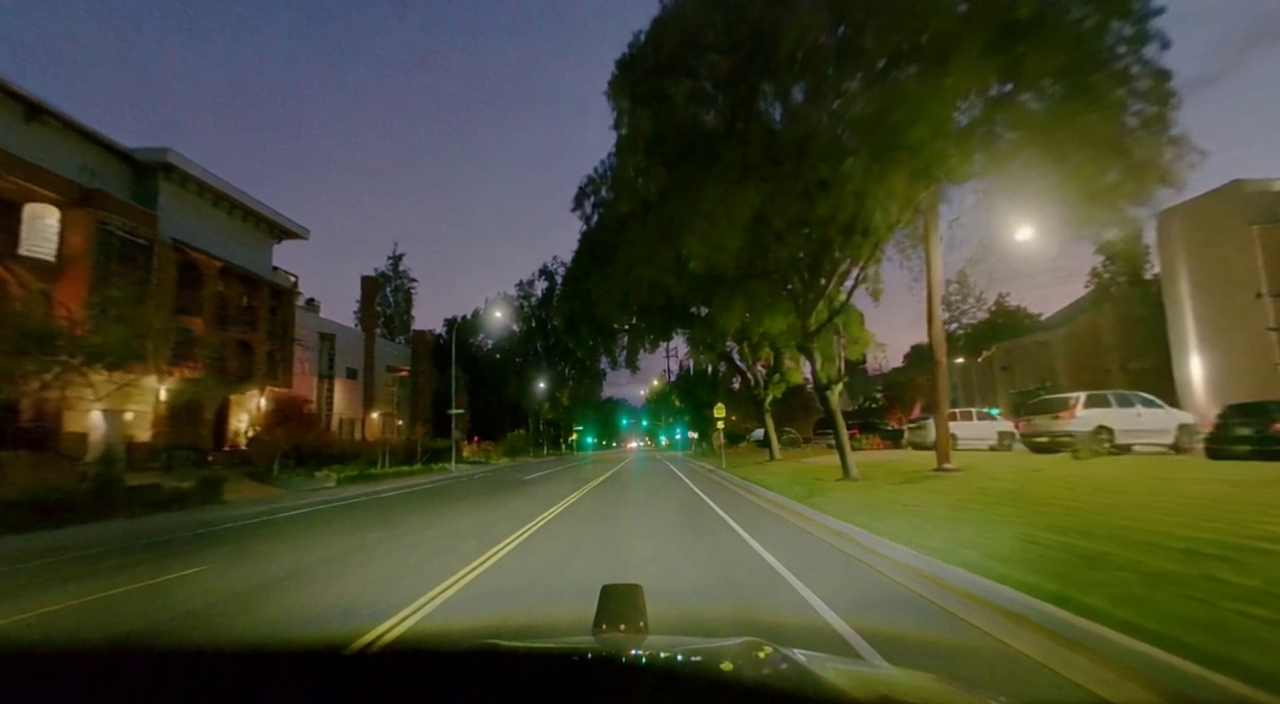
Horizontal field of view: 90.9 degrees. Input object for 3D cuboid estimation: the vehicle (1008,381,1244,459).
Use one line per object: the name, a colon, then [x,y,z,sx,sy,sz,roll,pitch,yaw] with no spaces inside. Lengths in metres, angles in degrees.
vehicle: [12.298,1.789,16.156,4.540,1.824,1.965,1,-8,-6]
